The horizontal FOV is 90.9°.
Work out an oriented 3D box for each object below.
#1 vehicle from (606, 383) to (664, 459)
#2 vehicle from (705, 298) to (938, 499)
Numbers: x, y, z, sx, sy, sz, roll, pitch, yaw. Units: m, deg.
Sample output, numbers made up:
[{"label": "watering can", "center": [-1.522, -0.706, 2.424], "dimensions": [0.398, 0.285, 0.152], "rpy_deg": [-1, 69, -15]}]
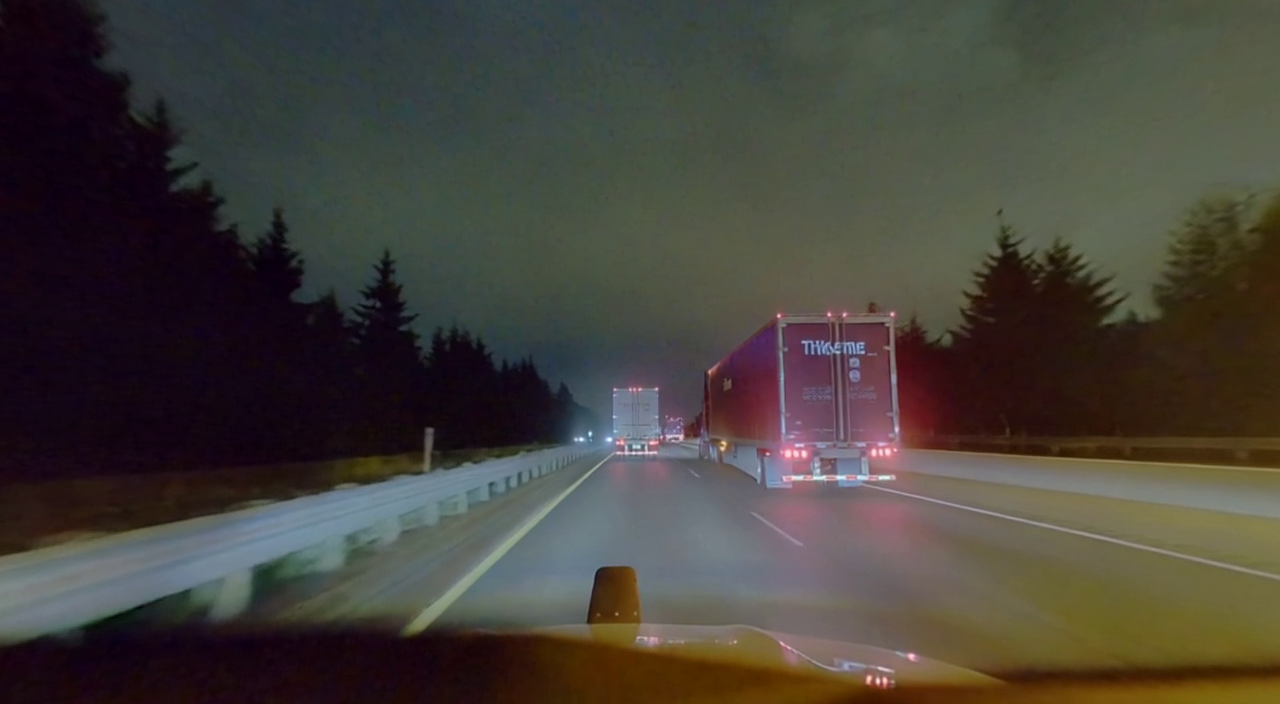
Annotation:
[{"label": "vehicle", "center": [-0.350, 4.264, 37.700], "dimensions": [2.958, 3.917, 10.196], "rpy_deg": [0, -8, -1]}, {"label": "vehicle", "center": [4.453, 1.891, 20.222], "dimensions": [2.856, 4.145, 14.500], "rpy_deg": [0, -8, -1]}]
